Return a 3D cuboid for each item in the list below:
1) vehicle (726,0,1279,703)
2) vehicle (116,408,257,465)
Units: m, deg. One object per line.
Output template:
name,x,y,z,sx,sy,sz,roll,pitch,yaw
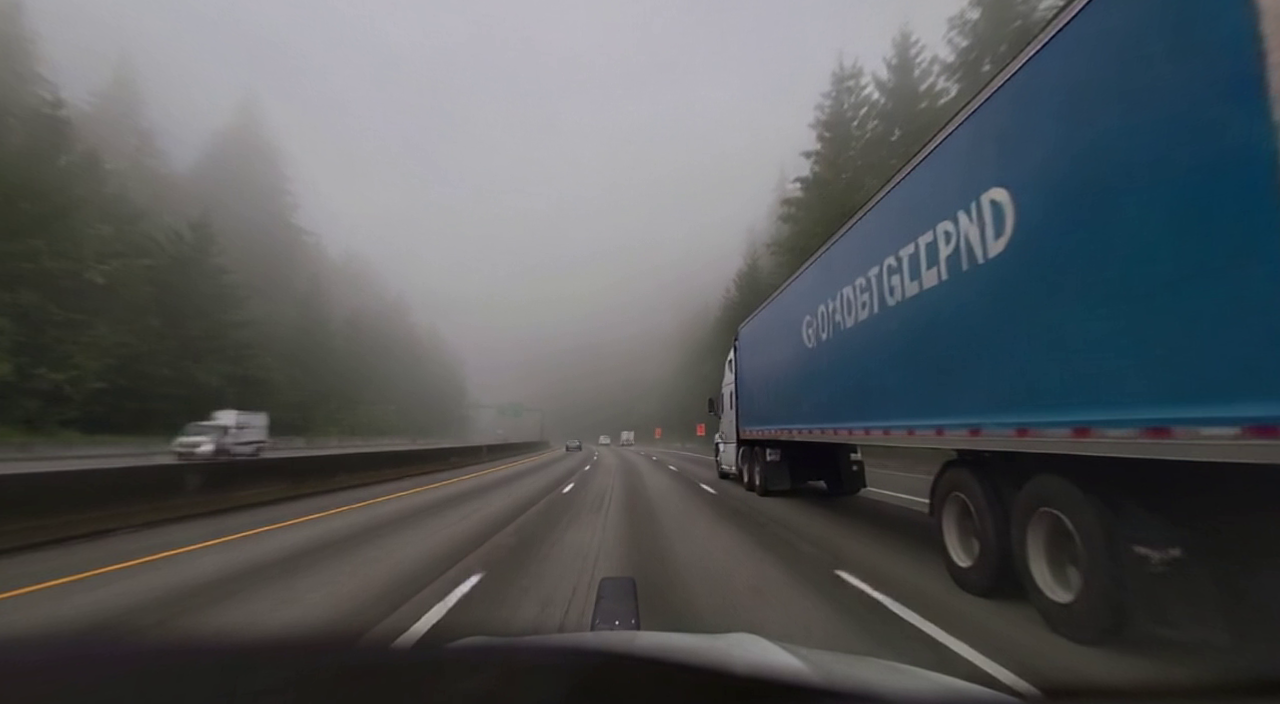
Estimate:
vehicle,3.803,0.483,8.743,2.910,4.051,14.278,0,-8,-1
vehicle,-19.131,3.630,26.994,2.407,2.215,4.980,0,-8,-2
